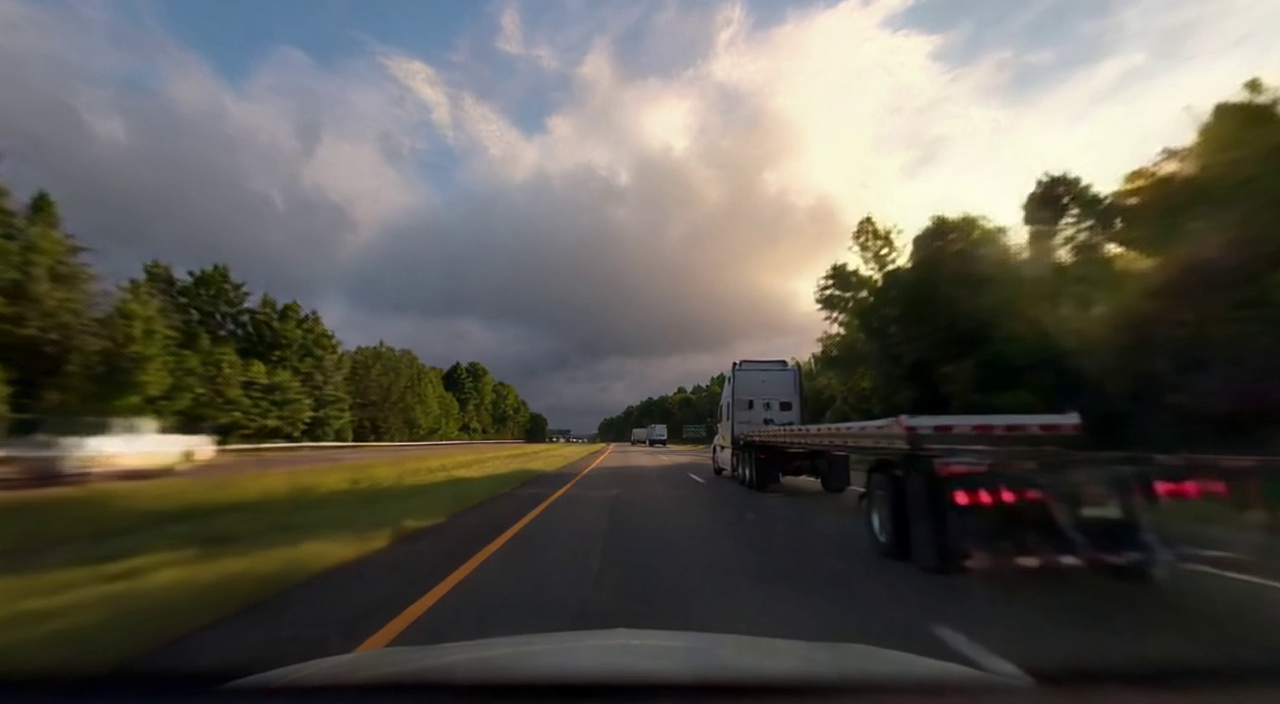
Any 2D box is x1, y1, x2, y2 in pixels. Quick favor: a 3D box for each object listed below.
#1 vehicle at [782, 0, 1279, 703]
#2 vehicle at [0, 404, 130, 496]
[{"bbox_3d":[4.215,0.431,7.622,2.861,3.991,8.583,0,-8,-1],"label":"vehicle"},{"bbox_3d":[-11.890,1.762,11.396,1.885,1.570,4.173,0,-8,-1],"label":"vehicle"}]
